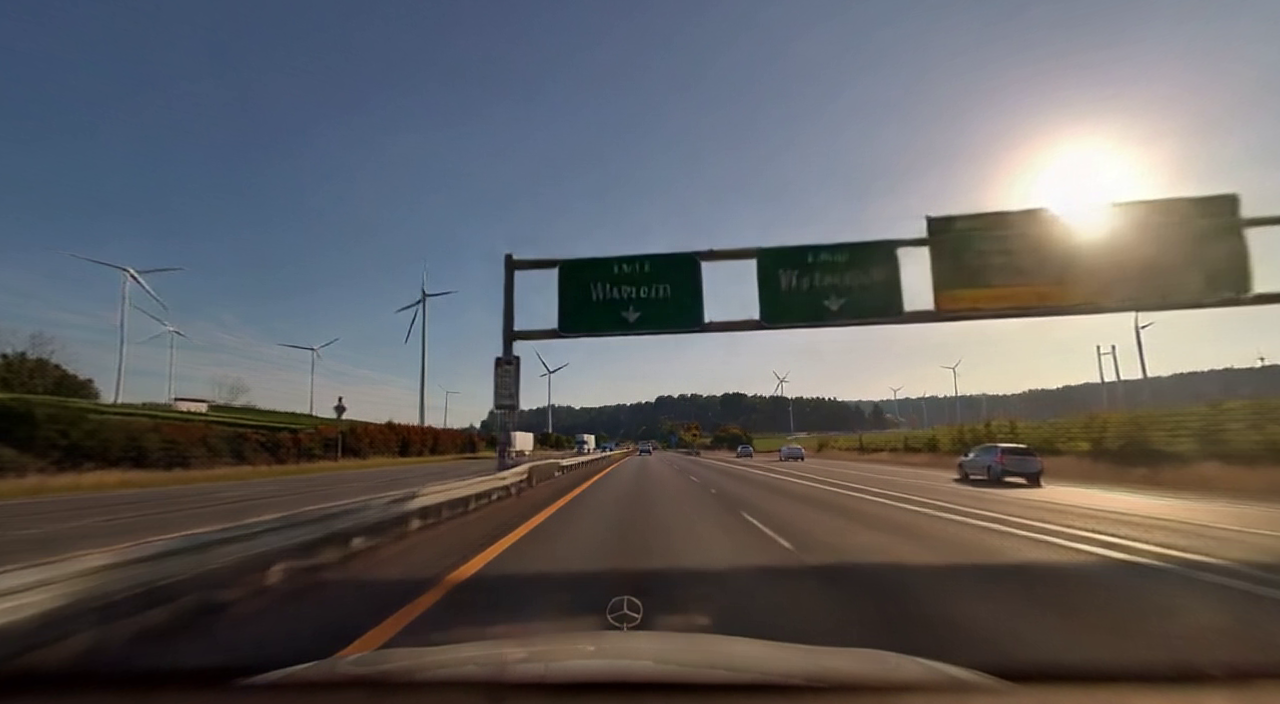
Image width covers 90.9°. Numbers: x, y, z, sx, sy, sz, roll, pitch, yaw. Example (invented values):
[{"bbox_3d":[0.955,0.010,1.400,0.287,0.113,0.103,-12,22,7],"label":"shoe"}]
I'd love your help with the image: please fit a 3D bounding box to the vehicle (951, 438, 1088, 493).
[{"bbox_3d":[12.953,3.896,21.946,1.897,1.669,4.825,0,-9,2],"label":"vehicle"}]
